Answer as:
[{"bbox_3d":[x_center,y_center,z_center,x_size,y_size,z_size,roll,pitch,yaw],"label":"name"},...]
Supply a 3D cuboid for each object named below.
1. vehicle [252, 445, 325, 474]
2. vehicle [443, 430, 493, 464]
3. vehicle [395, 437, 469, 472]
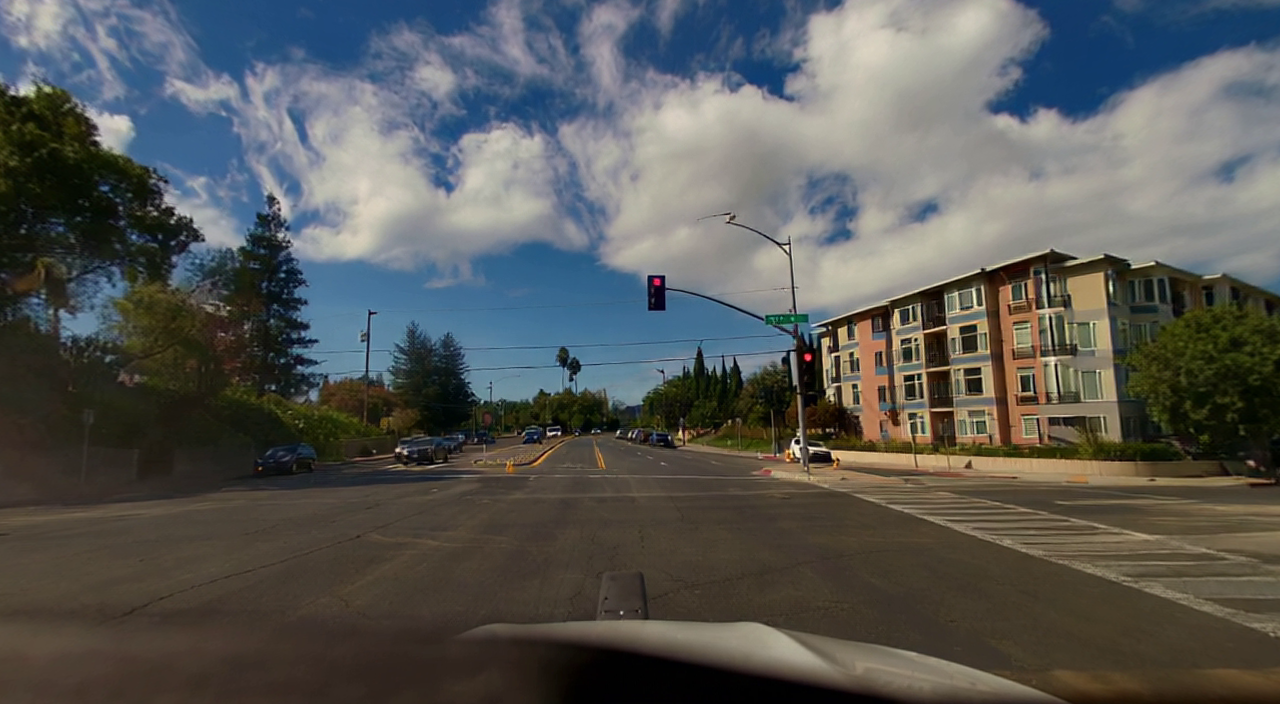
[{"bbox_3d":[-21.055,6.465,38.094,1.981,1.628,4.336,0,-9,-1],"label":"vehicle"},{"bbox_3d":[-9.785,5.453,36.181,1.910,1.818,4.057,0,-9,-3],"label":"vehicle"},{"bbox_3d":[-9.676,4.799,29.792,2.116,1.521,4.294,0,-9,-2],"label":"vehicle"}]
